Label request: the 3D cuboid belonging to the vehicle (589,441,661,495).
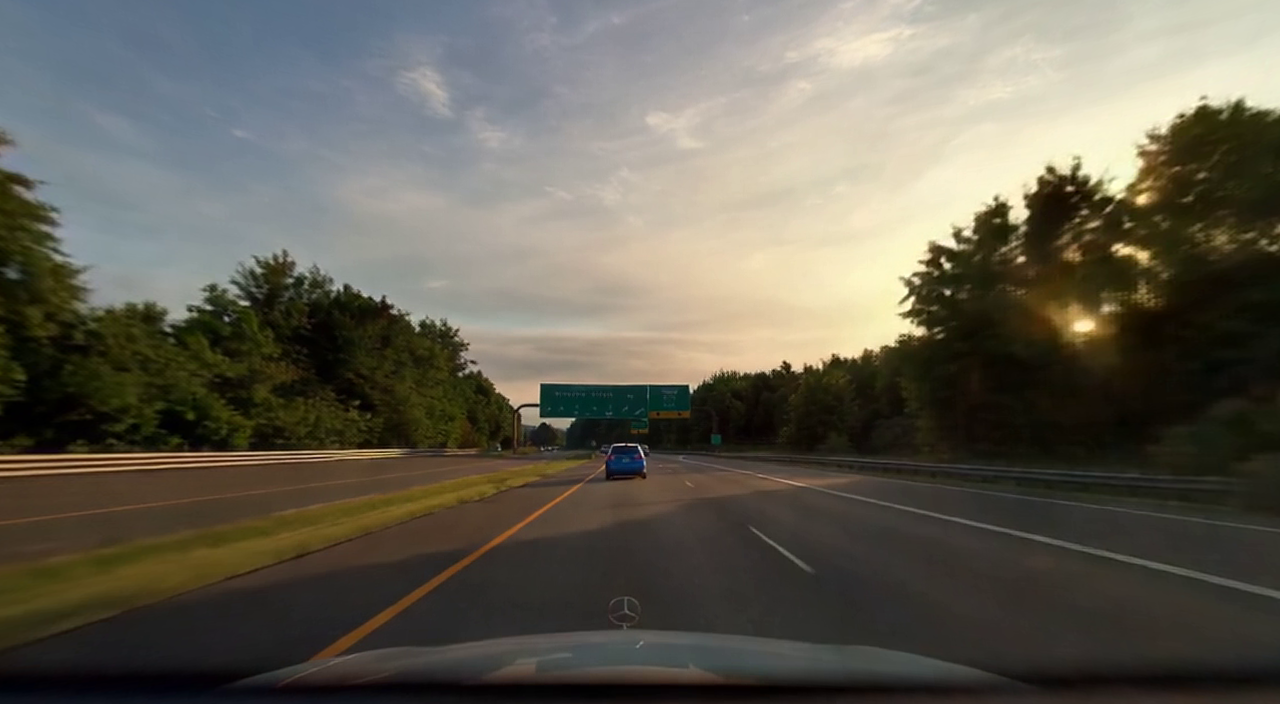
[{"bbox_3d":[-0.450,3.658,20.256,2.069,1.523,4.012,0,-9,-1],"label":"vehicle"}]
